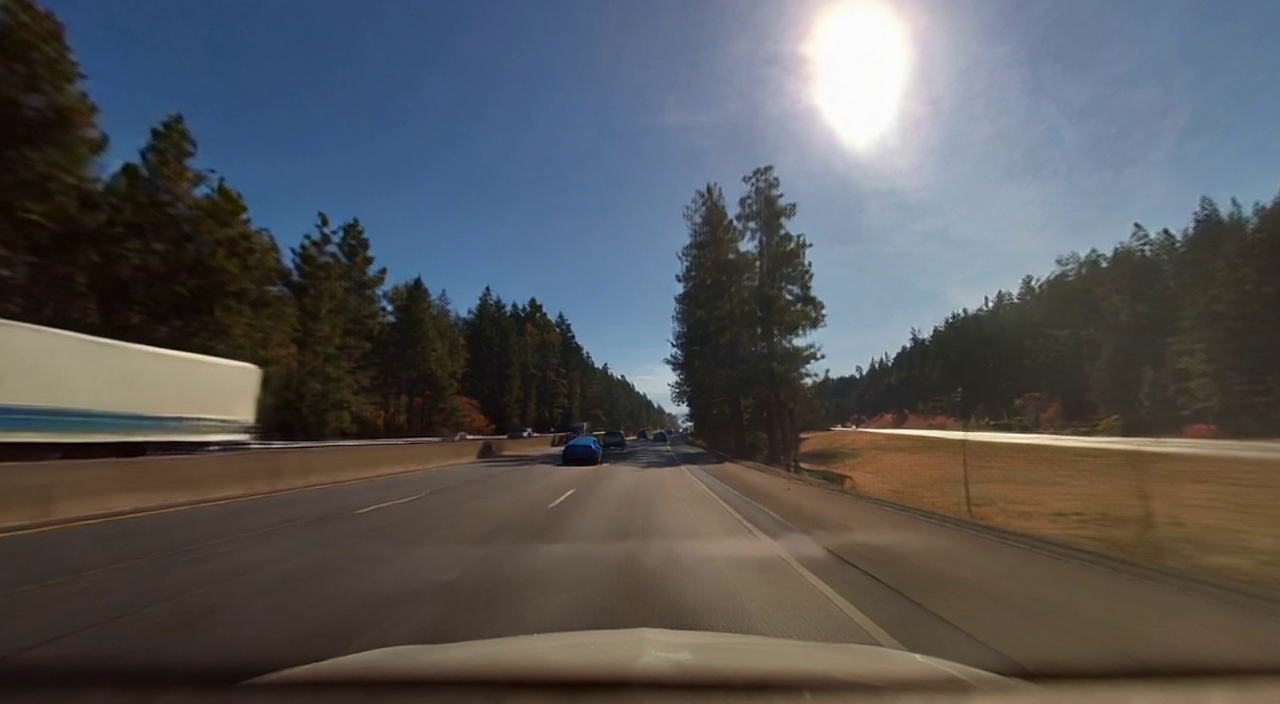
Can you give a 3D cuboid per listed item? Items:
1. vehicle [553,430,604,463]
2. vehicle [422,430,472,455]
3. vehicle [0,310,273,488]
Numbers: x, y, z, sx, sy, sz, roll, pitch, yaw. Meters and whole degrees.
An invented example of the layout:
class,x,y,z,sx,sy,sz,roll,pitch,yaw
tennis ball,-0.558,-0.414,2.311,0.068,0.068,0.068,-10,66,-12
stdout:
class,x,y,z,sx,sy,sz,roll,pitch,yaw
vehicle,-3.085,4.900,32.665,2.053,1.589,4.671,0,-8,2
vehicle,-12.803,6.035,41.806,1.939,1.524,4.056,0,-8,2
vehicle,-17.380,1.459,17.427,3.250,4.341,18.494,0,-8,0
